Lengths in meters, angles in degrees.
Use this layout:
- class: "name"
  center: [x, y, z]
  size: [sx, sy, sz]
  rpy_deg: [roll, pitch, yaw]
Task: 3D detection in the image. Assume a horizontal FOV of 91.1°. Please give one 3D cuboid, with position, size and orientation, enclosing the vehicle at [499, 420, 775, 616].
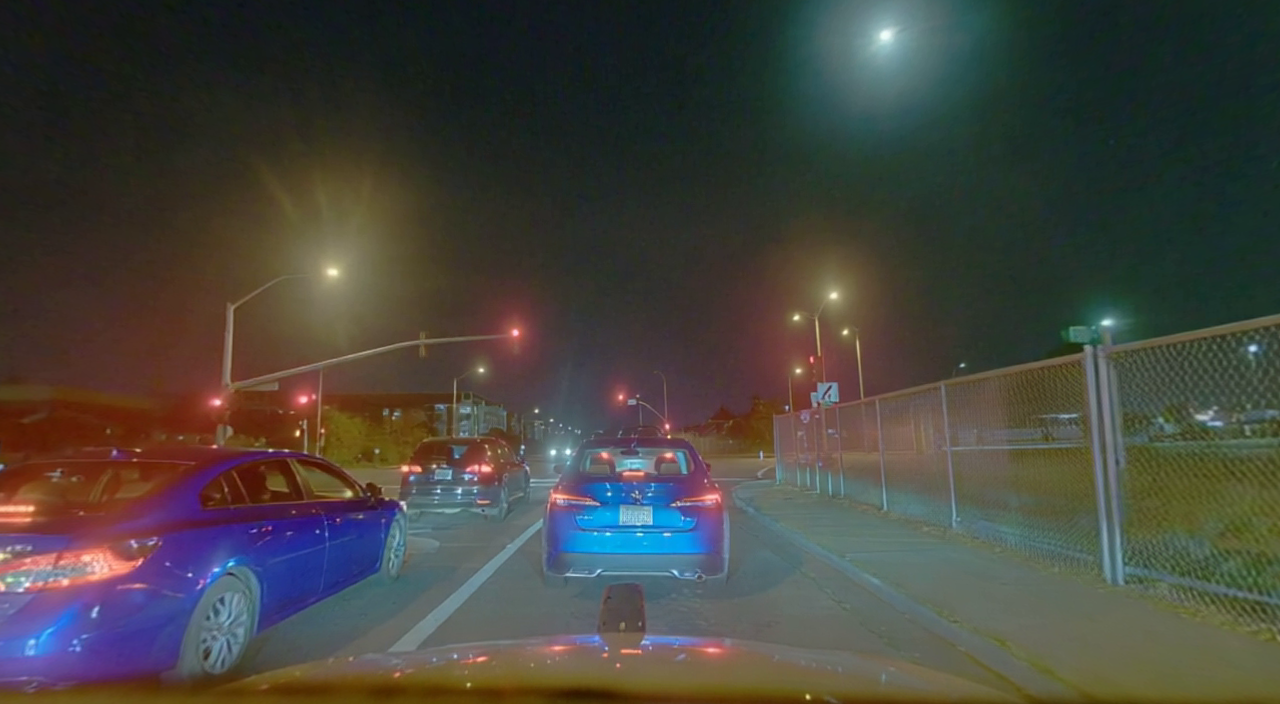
- class: "vehicle"
  center: [-0.016, 1.602, 6.989]
  size: [2.144, 1.514, 4.063]
  rpy_deg: [0, -9, 0]

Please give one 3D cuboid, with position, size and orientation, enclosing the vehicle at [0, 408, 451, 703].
- class: "vehicle"
  center: [-3.209, 1.318, 4.861]
  size: [1.971, 1.488, 4.581]
  rpy_deg: [0, -9, 1]
